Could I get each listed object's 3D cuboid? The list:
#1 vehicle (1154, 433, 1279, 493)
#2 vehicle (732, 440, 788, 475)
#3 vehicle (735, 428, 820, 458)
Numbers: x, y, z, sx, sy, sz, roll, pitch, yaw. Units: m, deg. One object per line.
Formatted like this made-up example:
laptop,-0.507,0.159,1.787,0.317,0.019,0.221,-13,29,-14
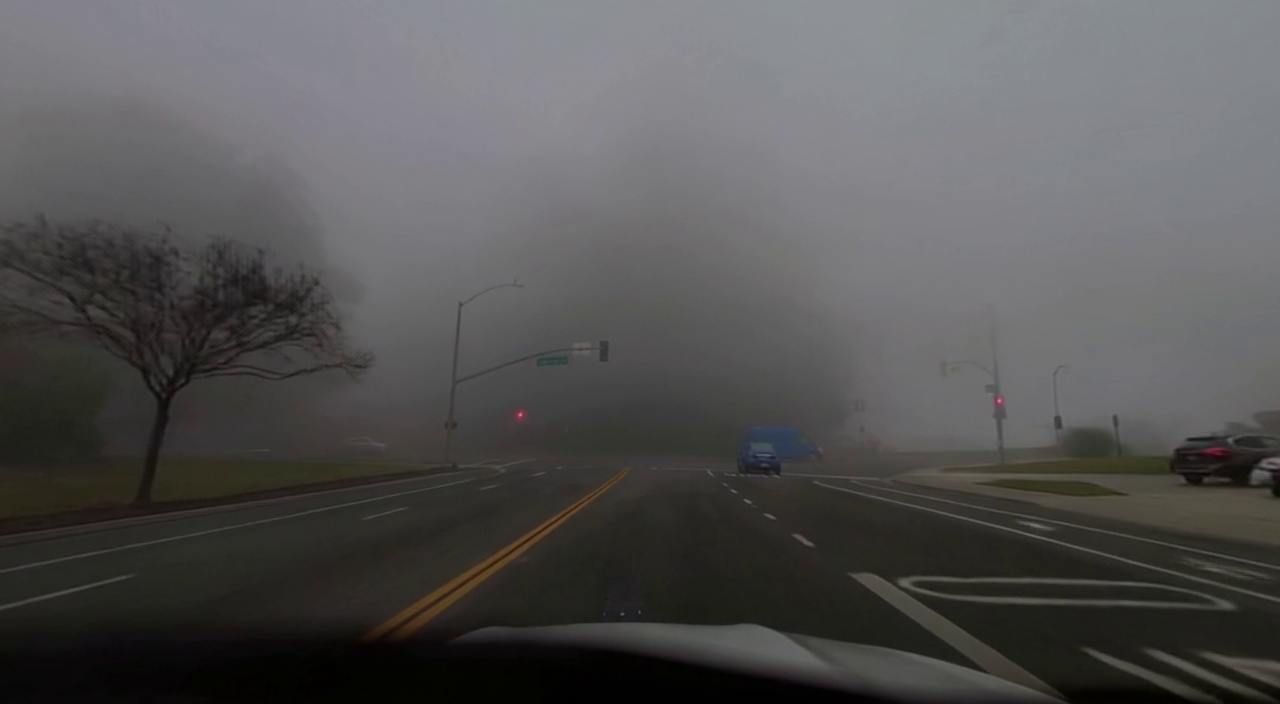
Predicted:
vehicle,17.985,3.154,18.092,4.702,1.595,1.986,0,-8,1
vehicle,5.575,4.949,29.823,1.947,1.485,4.336,-1,-8,2
vehicle,10.033,6.704,46.521,5.869,2.098,2.206,-1,-9,6
